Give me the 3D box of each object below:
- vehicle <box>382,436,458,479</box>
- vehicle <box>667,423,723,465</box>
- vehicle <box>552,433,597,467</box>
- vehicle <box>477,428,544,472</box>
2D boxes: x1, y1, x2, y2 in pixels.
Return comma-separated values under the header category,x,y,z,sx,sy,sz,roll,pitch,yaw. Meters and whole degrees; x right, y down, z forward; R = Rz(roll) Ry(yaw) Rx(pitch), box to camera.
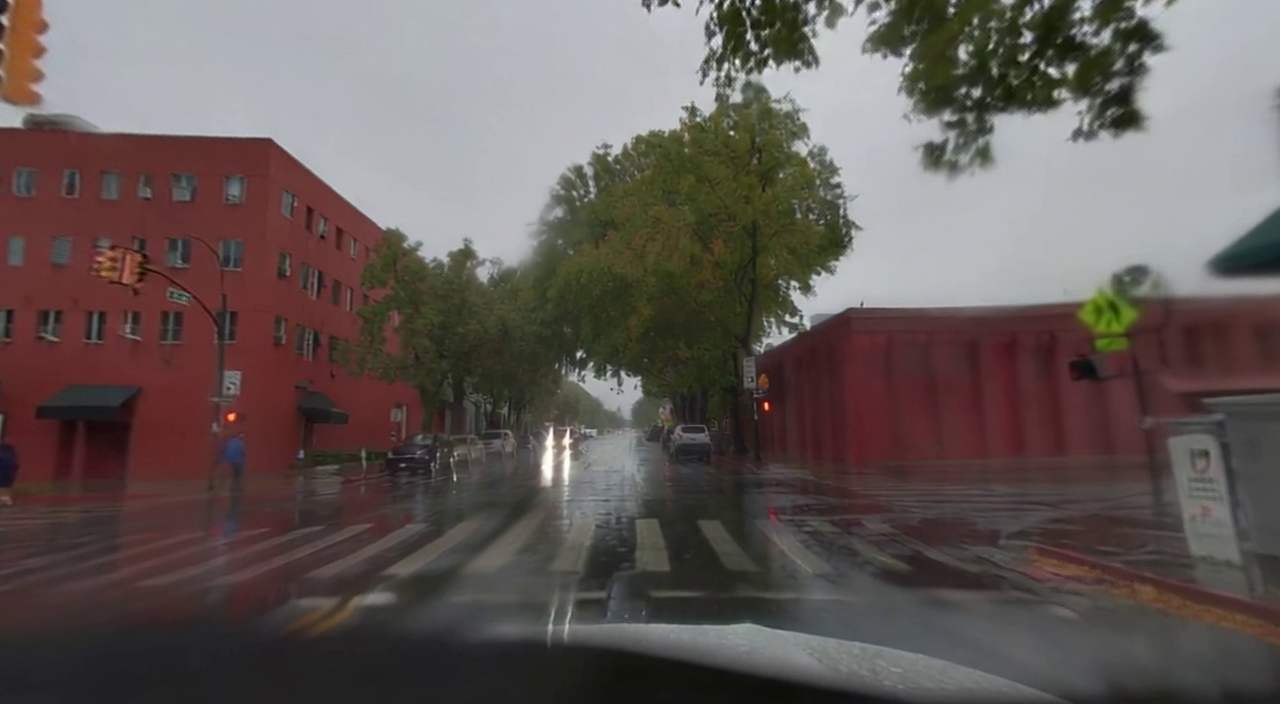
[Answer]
category,x,y,z,sx,sy,sz,roll,pitch,yaw
vehicle,-9.929,4.765,28.857,2.216,1.804,4.526,1,-8,-5
vehicle,3.039,5.279,36.150,2.557,2.188,5.164,0,-8,-2
vehicle,-3.264,4.985,32.198,2.033,1.596,4.142,0,-8,-2
vehicle,-5.998,4.615,29.765,2.242,1.887,4.924,0,-8,-2
